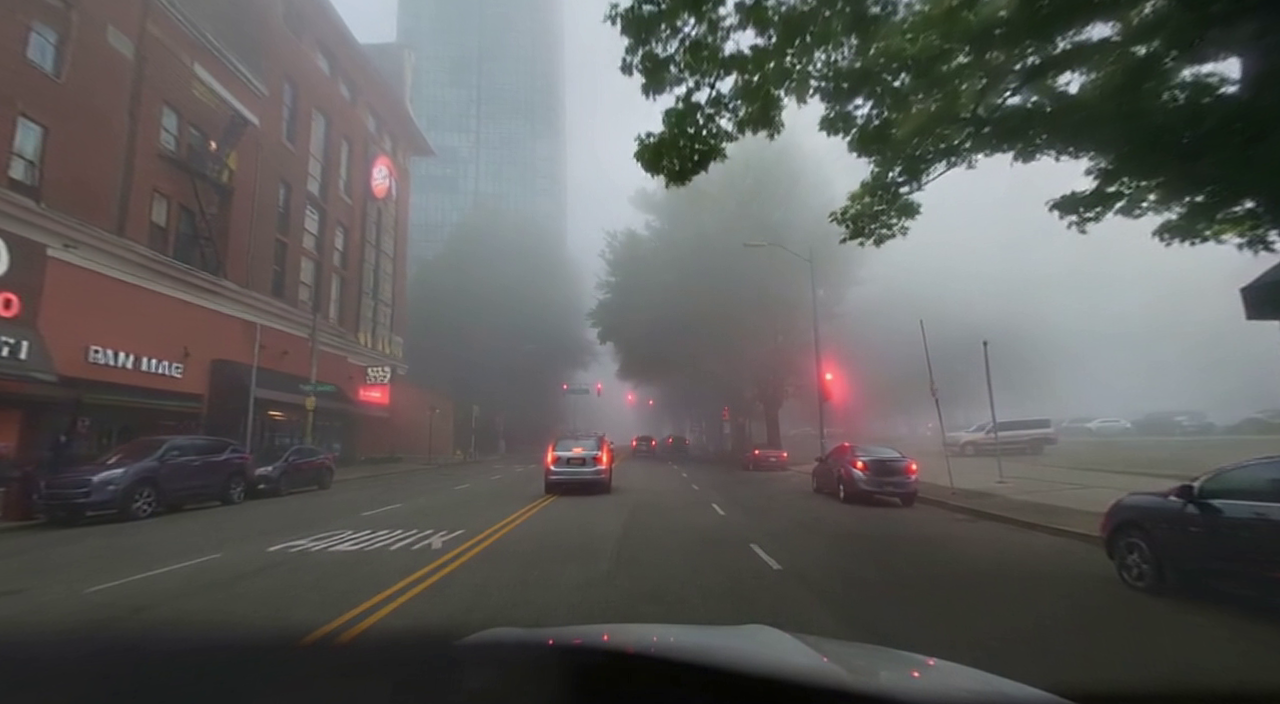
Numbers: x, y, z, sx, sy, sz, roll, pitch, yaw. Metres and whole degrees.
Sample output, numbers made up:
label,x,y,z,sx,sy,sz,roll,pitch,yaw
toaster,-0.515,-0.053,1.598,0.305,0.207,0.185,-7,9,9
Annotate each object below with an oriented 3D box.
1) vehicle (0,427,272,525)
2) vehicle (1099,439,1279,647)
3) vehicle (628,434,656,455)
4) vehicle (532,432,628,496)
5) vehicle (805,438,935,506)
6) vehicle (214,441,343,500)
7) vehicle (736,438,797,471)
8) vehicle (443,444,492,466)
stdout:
label,x,y,z,sx,sy,sz,roll,pitch,yaw
vehicle,-12.586,3.056,16.302,2.384,2.044,6.030,0,-8,1
vehicle,5.769,1.354,4.226,1.961,1.533,4.473,0,-8,0
vehicle,0.111,7.325,49.910,2.102,1.521,4.078,0,-8,-2
vehicle,-1.591,2.864,16.579,2.169,1.427,4.531,1,-8,-6
vehicle,5.822,3.058,16.526,1.986,1.555,3.879,0,-8,1
vehicle,-12.560,4.101,22.310,2.000,1.708,4.494,-3,-8,-1
vehicle,6.017,4.947,30.570,1.956,1.446,4.537,0,-8,-1
vehicle,-12.425,7.409,45.642,2.075,1.472,4.638,0,-8,2
